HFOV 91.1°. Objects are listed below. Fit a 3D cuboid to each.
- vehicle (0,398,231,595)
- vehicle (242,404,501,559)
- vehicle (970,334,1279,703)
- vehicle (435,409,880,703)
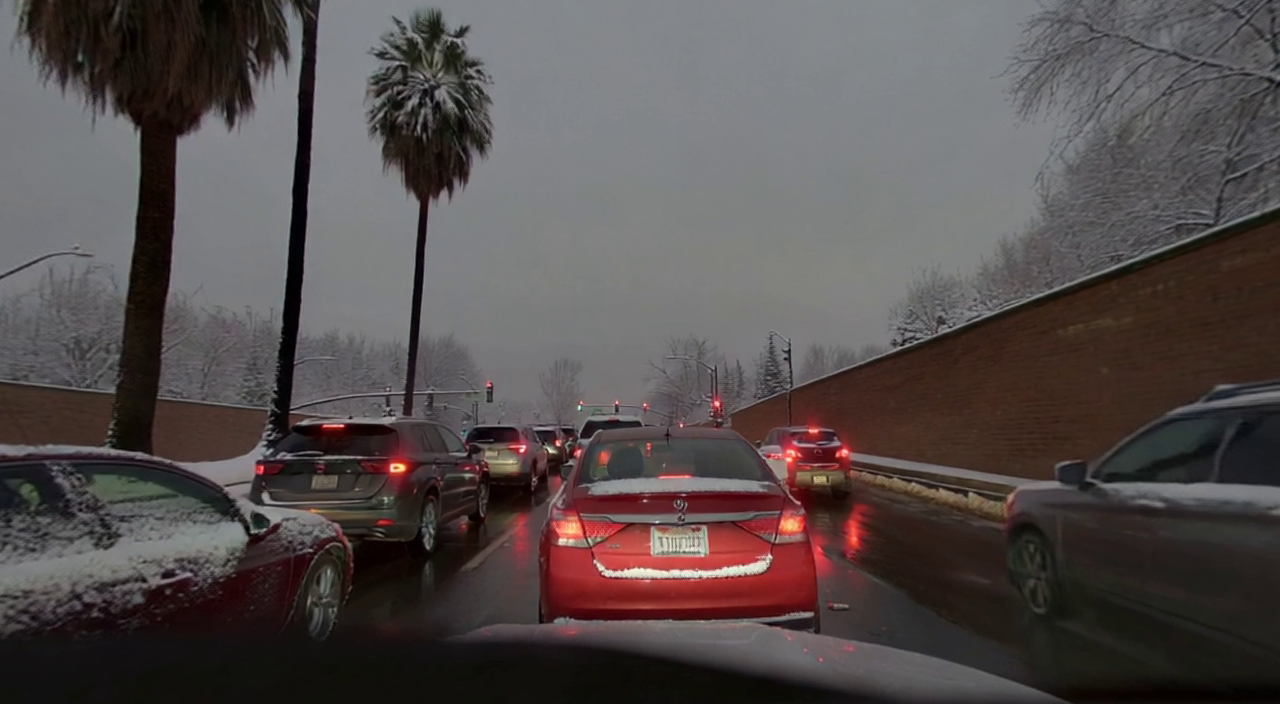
[{"bbox_3d":[-6.671,1.406,6.395,1.963,1.721,4.662,0,-8,-2],"label":"vehicle"},{"bbox_3d":[-3.517,1.775,9.283,2.055,1.746,4.136,0,-8,-2],"label":"vehicle"},{"bbox_3d":[3.532,0.937,3.092,2.112,1.717,4.432,-2,-9,11],"label":"vehicle"},{"bbox_3d":[0.047,1.336,5.203,2.128,1.473,4.272,0,-8,-1],"label":"vehicle"}]
